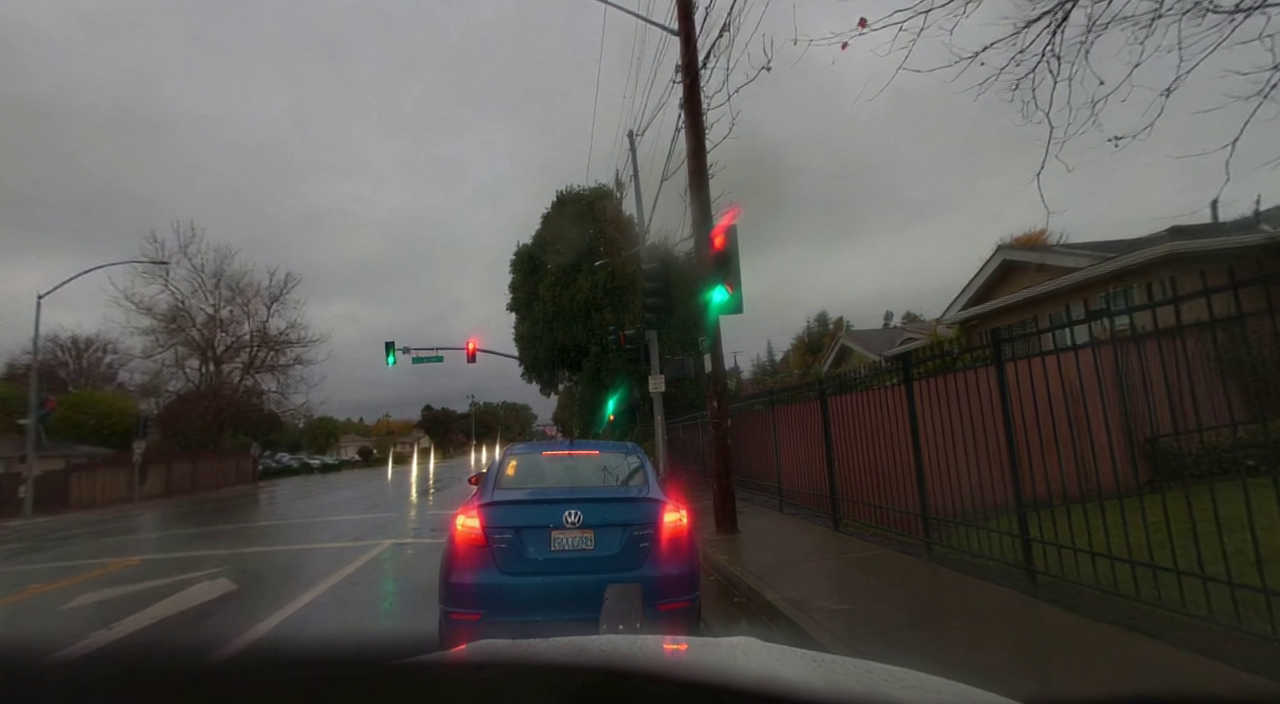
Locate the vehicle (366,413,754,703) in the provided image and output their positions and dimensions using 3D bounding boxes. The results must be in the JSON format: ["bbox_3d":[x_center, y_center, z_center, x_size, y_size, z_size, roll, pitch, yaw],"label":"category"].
[{"bbox_3d":[-0.668,1.359,5.232,2.024,1.502,3.702,1,-9,-9],"label":"vehicle"}]
